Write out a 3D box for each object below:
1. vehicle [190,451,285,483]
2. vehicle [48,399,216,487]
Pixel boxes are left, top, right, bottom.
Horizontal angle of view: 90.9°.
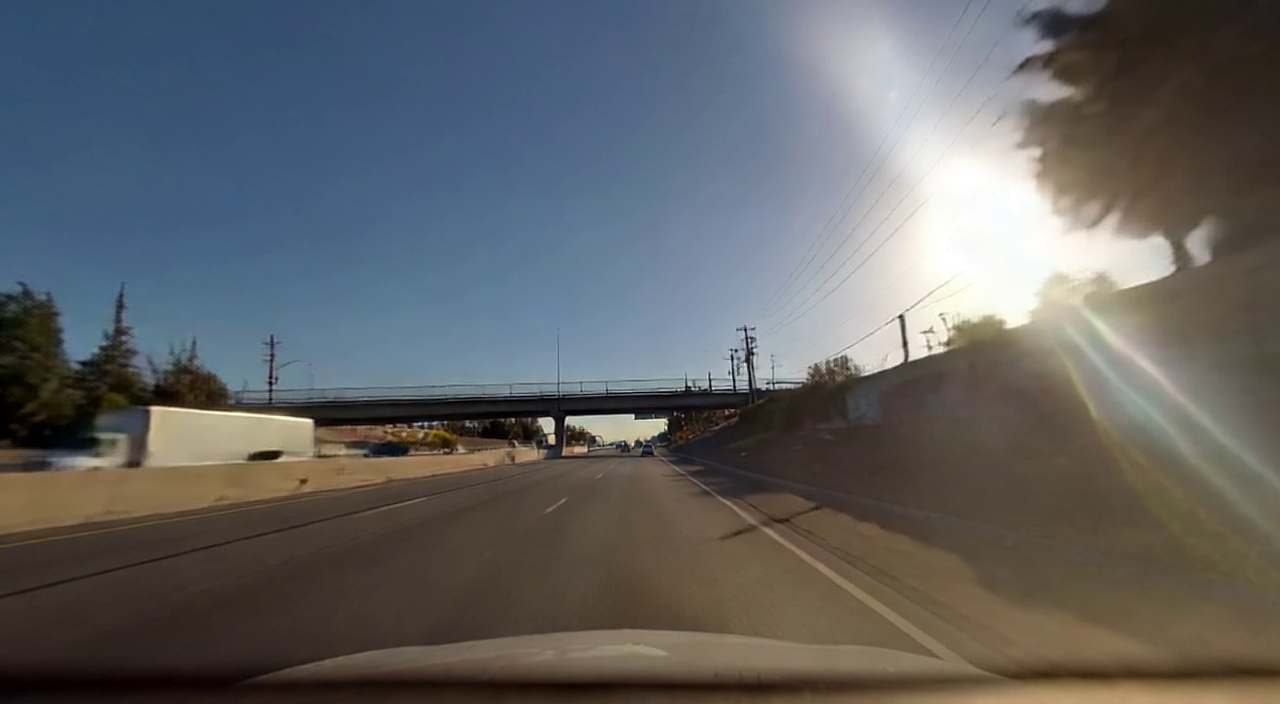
[{"bbox_3d":[-19.722,5.633,31.153,1.861,1.479,4.337,0,-9,-1],"label":"vehicle"},{"bbox_3d":[-24.462,4.468,30.842,3.013,3.883,5.972,0,-9,0],"label":"vehicle"}]
